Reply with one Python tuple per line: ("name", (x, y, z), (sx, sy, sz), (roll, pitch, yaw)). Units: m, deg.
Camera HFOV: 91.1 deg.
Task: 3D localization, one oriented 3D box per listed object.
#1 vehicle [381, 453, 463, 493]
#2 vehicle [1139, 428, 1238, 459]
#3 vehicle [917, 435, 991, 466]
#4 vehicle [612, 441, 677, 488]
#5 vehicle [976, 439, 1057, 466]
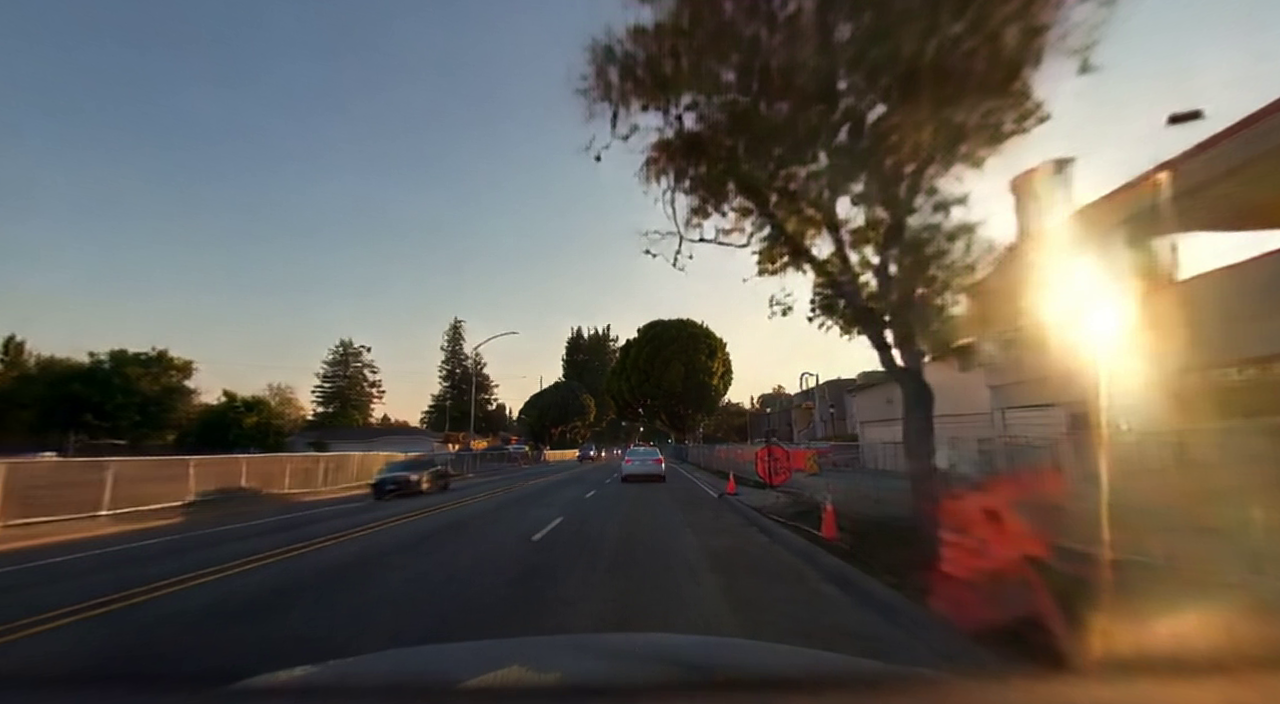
("vehicle", (-9.330, 5.185, 27.302), (1.956, 1.527, 4.365), (0, -9, 1))
("vehicle", (33.089, 5.550, 38.073), (2.008, 1.725, 4.695), (-1, -9, 4))
("vehicle", (18.939, 5.965, 38.127), (2.039, 1.705, 4.666), (0, -9, -1))
("vehicle", (0.142, 4.011, 22.757), (2.144, 1.514, 4.063), (0, -9, 0))
("vehicle", (21.850, 5.833, 36.648), (1.934, 1.457, 4.134), (0, -9, -4))
